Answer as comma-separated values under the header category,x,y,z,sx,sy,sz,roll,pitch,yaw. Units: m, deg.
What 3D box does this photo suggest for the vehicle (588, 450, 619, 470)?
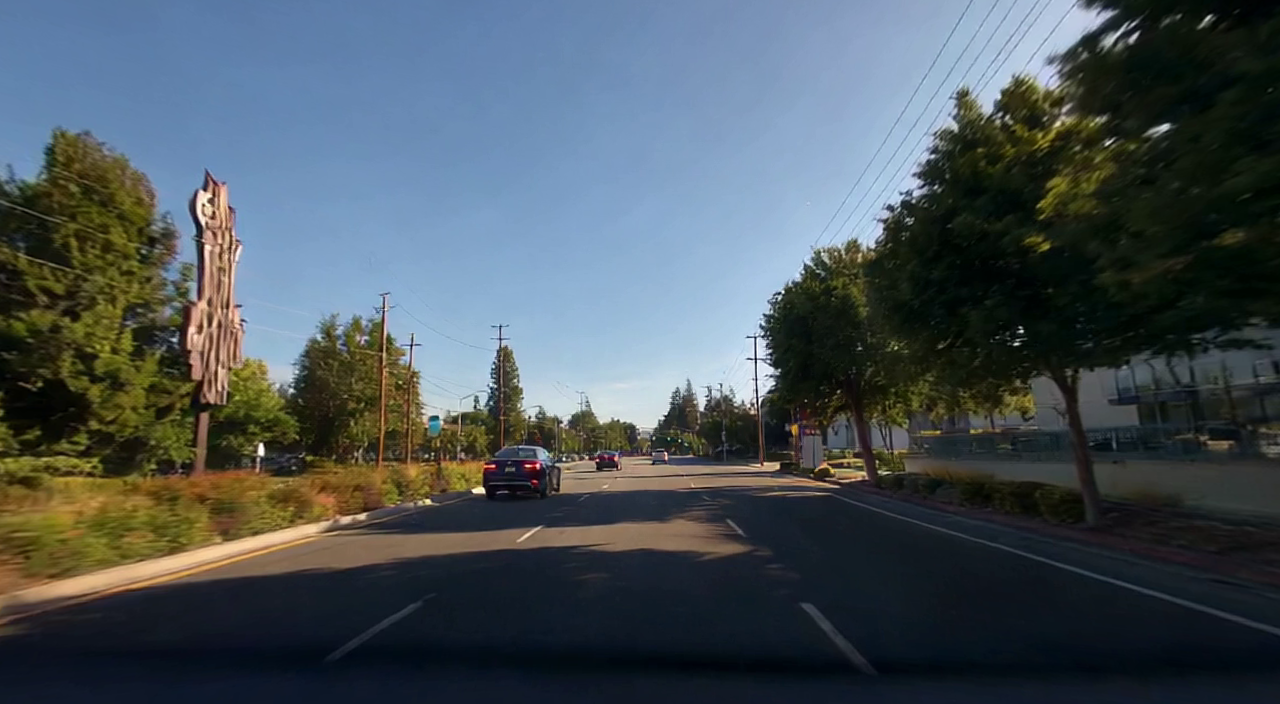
category,x,y,z,sx,sy,sz,roll,pitch,yaw
vehicle,-2.745,8.267,48.326,2.039,1.479,4.257,0,-9,2

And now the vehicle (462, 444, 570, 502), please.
category,x,y,z,sx,sy,sz,roll,pitch,yaw
vehicle,-3.380,3.411,18.151,2.076,1.444,4.328,-1,-9,2

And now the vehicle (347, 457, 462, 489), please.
category,x,y,z,sx,sy,sz,roll,pitch,yaw
vehicle,-7.604,3.945,20.665,2.700,0.905,2.928,0,-9,-2
